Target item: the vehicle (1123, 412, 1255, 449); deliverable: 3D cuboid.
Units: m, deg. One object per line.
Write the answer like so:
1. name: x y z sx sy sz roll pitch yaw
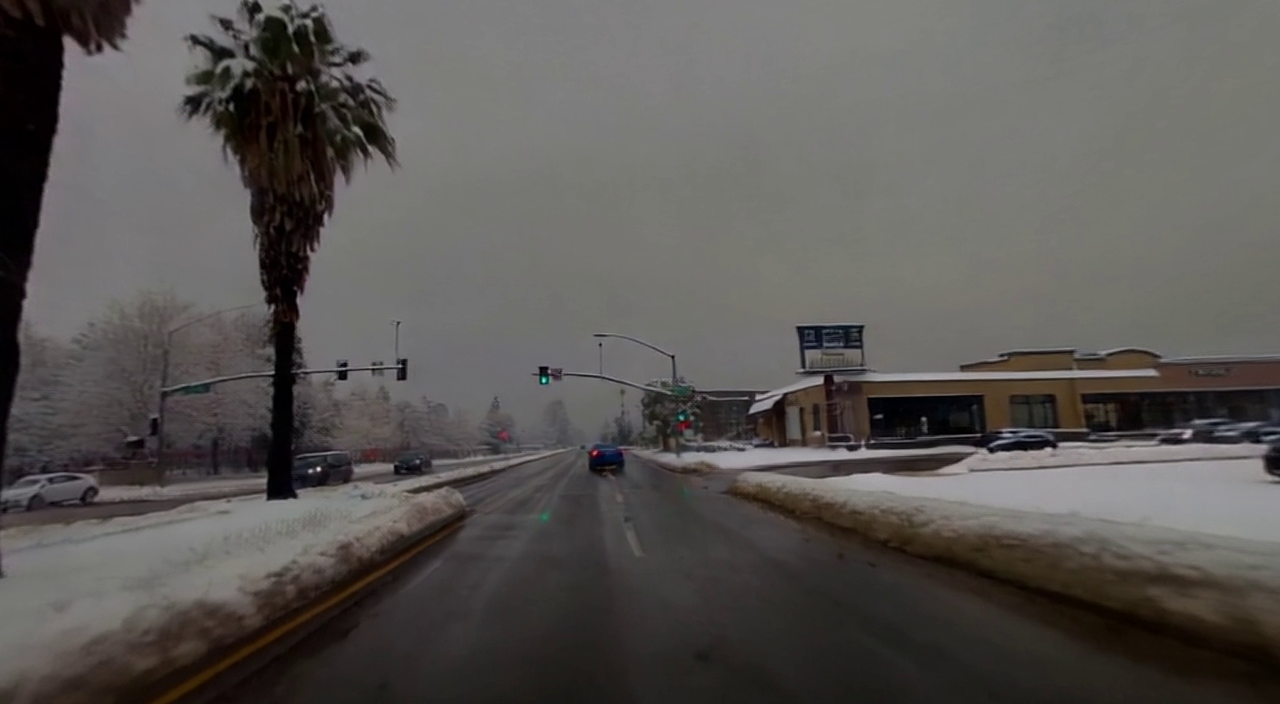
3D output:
1. vehicle: 27.382 3.972 31.790 1.919 1.716 4.946 0 -8 -4

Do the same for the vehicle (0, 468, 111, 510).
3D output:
1. vehicle: -27.577 6.251 29.027 2.026 1.540 4.468 -3 -8 21

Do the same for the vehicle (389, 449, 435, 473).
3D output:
1. vehicle: -15.944 7.630 44.369 2.033 1.494 4.048 1 -8 -5

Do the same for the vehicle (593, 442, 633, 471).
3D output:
1. vehicle: -1.640 5.952 36.321 1.969 1.555 4.431 1 -8 -7

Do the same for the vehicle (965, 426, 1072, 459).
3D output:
1. vehicle: 18.592 4.464 31.350 2.046 1.481 4.936 0 -8 -4

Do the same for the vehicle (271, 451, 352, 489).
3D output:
1. vehicle: -15.809 5.660 30.714 2.027 1.534 4.779 1 -8 -9
